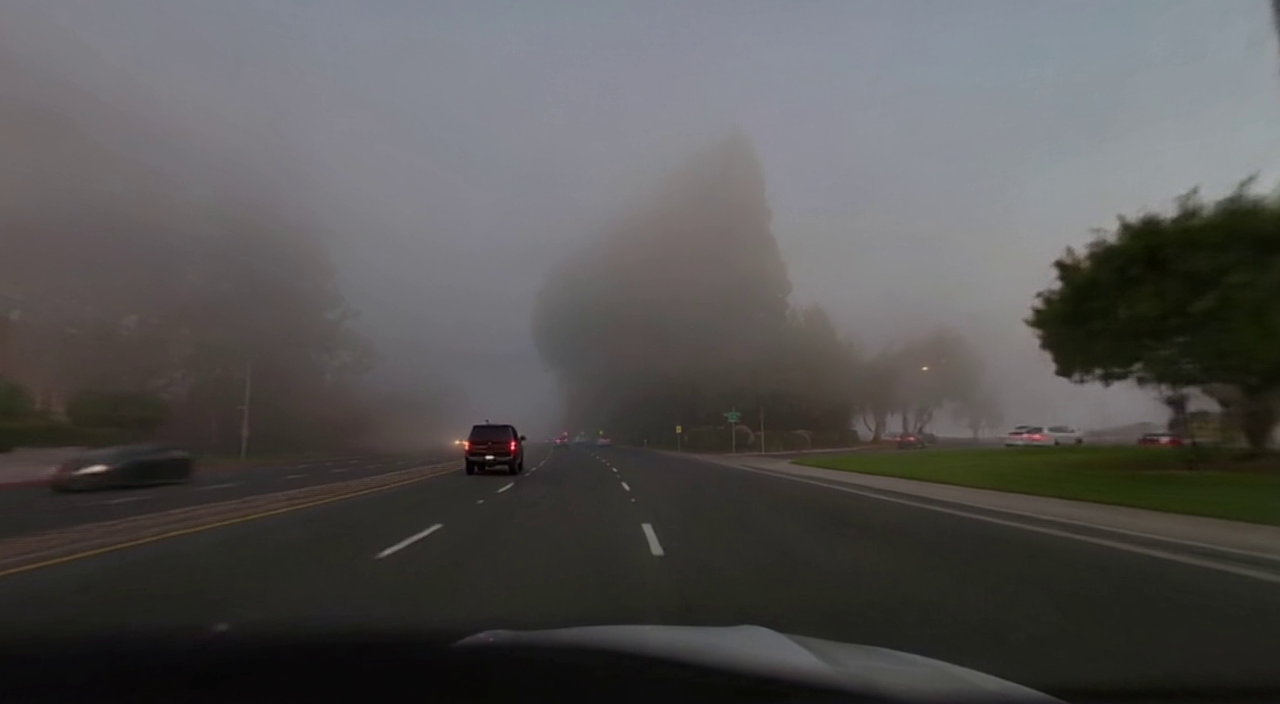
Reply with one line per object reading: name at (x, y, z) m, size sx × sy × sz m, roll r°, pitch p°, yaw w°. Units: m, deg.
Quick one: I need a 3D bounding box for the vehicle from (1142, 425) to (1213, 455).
vehicle at (29.420, 4.837, 34.309) m, size 4.384 × 1.501 × 2.020 m, roll 7°, pitch -10°, yaw -38°

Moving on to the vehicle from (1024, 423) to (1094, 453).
vehicle at (25.796, 5.312, 38.608) m, size 4.520 × 1.746 × 2.295 m, roll 7°, pitch -11°, yaw -40°

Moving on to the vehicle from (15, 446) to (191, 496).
vehicle at (-17.735, 3.902, 21.123) m, size 2.030 × 1.459 × 4.695 m, roll 1°, pitch -9°, yaw -5°

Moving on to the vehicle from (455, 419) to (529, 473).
vehicle at (-6.504, 4.258, 28.378) m, size 2.507 × 2.161 × 6.049 m, roll 1°, pitch -9°, yaw -6°
